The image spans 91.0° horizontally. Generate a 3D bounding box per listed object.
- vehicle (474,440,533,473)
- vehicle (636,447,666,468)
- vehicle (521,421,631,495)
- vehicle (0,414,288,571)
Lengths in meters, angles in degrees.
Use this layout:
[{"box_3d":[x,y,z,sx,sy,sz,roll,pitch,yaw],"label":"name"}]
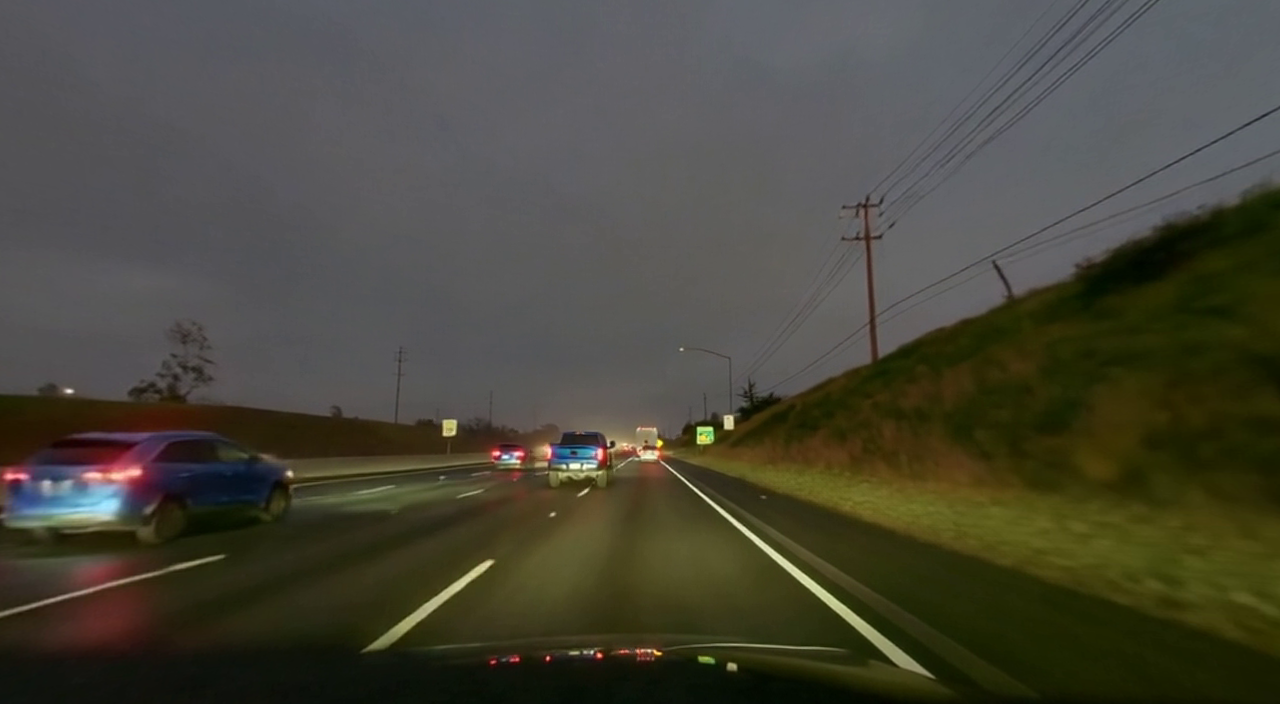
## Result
[{"box_3d":[-7.408,5.738,34.796,2.143,1.688,4.776,0,-9,1],"label":"vehicle"},{"box_3d":[0.762,7.702,46.184,2.025,1.485,4.310,0,-9,-1],"label":"vehicle"},{"box_3d":[-1.858,3.496,21.086,2.972,2.087,6.126,0,-9,1],"label":"vehicle"},{"box_3d":[-7.301,1.800,8.869,2.055,1.618,4.457,0,-9,1],"label":"vehicle"}]
